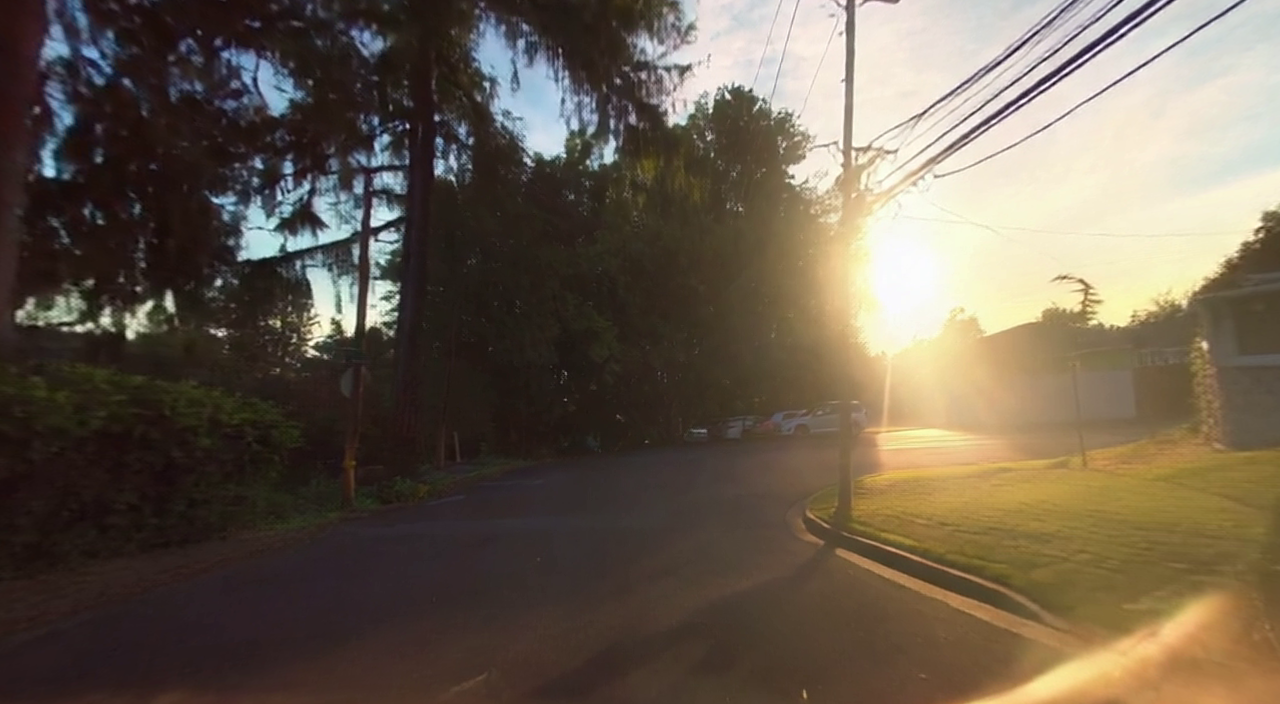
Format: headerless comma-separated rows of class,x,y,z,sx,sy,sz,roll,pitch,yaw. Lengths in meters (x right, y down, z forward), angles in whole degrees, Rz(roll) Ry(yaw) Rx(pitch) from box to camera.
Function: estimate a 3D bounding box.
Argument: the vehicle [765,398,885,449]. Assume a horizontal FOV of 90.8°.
vehicle,7.876,3.105,26.898,4.780,1.984,1.896,4,-9,-24
